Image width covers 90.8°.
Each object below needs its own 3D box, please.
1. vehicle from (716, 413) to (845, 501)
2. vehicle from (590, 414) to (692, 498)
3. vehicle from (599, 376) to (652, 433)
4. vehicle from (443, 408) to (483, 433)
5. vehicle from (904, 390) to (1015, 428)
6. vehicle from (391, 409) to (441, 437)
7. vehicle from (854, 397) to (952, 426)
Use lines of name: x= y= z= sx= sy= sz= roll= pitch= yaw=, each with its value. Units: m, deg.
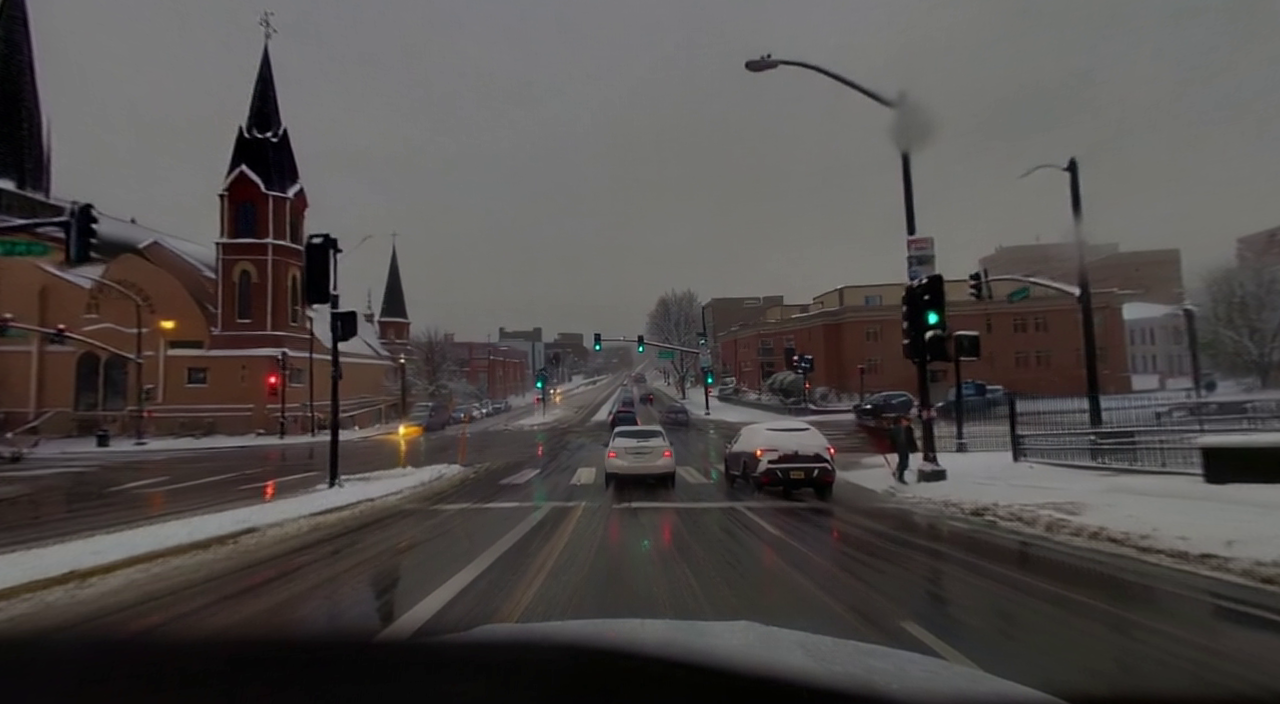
vehicle: x=3.400 y=2.553 z=16.293 sx=2.080 sy=1.735 sz=4.650 roll=3 pitch=-5 yaw=-2
vehicle: x=-0.034 y=2.440 z=15.566 sx=2.168 sy=1.776 sz=4.135 roll=0 pitch=-6 yaw=-2
vehicle: x=-1.050 y=3.267 z=39.413 sx=2.930 sy=3.209 sz=8.154 roll=0 pitch=-5 yaw=-3
vehicle: x=-13.663 y=5.352 z=48.990 sx=2.069 sy=1.790 sz=4.358 roll=1 pitch=-9 yaw=-3
vehicle: x=16.310 y=2.895 z=32.386 sx=4.512 sy=1.734 sz=2.143 roll=-2 pitch=-4 yaw=-4
vehicle: x=-16.639 y=5.379 z=47.190 sx=1.969 sy=1.896 sz=5.404 roll=1 pitch=-9 yaw=-3
vehicle: x=14.564 y=3.307 z=35.172 sx=4.488 sy=1.475 sz=2.083 roll=0 pitch=-8 yaw=-3
